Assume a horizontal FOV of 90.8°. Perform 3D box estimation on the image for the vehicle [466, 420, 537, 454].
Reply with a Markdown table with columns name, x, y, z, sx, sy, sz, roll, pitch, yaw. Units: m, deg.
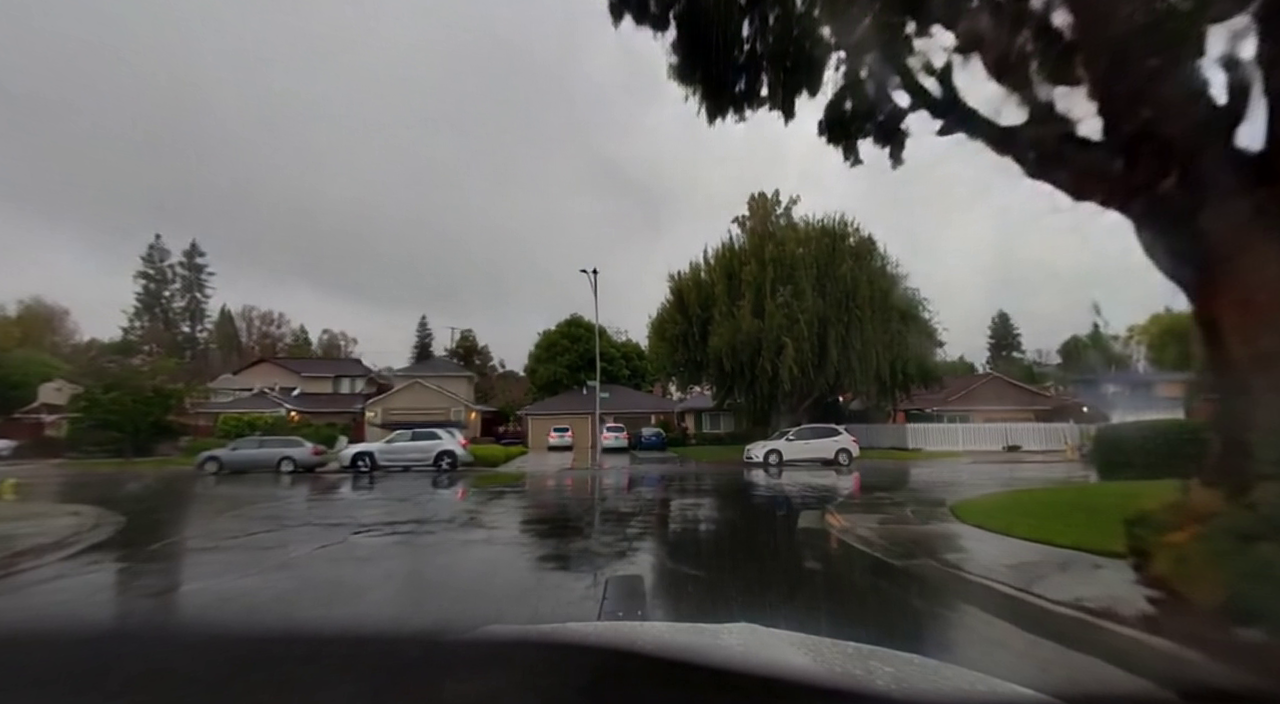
| name | x | y | z | sx | sy | sz | roll | pitch | yaw |
| --- | --- | --- | --- | --- | --- | --- | --- | --- | --- |
| vehicle | -9.027 | 5.509 | 40.799 | 2.307 | 2.043 | 5.475 | 7 | -11 | -36 |

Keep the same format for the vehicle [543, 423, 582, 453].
| name | x | y | z | sx | sy | sz | roll | pitch | yaw |
| --- | --- | --- | --- | --- | --- | --- | --- | --- | --- |
| vehicle | -5.306 | 5.811 | 42.585 | 2.391 | 1.894 | 5.075 | 2 | -9 | -9 |

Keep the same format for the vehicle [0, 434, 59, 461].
| name | x | y | z | sx | sy | sz | roll | pitch | yaw |
| --- | --- | --- | --- | --- | --- | --- | --- | --- | --- |
| vehicle | -37.651 | 5.670 | 37.602 | 1.865 | 1.499 | 4.619 | 1 | -8 | -3 |

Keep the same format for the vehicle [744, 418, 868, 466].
| name | x | y | z | sx | sy | sz | roll | pitch | yaw |
| --- | --- | --- | --- | --- | --- | --- | --- | --- | --- |
| vehicle | 7.296 | 4.036 | 28.189 | 4.919 | 1.969 | 2.104 | 2 | -9 | -3 |

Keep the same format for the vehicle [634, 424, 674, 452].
| name | x | y | z | sx | sy | sz | roll | pitch | yaw |
| --- | --- | --- | --- | --- | --- | --- | --- | --- | --- |
| vehicle | 0.883 | 5.741 | 42.034 | 2.005 | 1.699 | 4.234 | 1 | -9 | -8 |

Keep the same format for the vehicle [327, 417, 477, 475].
| name | x | y | z | sx | sy | sz | roll | pitch | yaw |
| --- | --- | --- | --- | --- | --- | --- | --- | --- | --- |
| vehicle | -9.867 | 3.924 | 26.645 | 5.419 | 2.292 | 2.272 | 1 | -7 | -6 |

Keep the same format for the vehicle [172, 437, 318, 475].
| name | x | y | z | sx | sy | sz | roll | pitch | yaw |
| --- | --- | --- | --- | --- | --- | --- | --- | --- | --- |
| vehicle | -16.002 | 4.243 | 25.835 | 4.650 | 1.480 | 1.782 | 1 | -9 | -6 |

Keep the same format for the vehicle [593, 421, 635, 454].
| name | x | y | z | sx | sy | sz | roll | pitch | yaw |
| --- | --- | --- | --- | --- | --- | --- | --- | --- | --- |
| vehicle | -1.747 | 5.493 | 40.575 | 2.278 | 1.969 | 5.533 | 1 | -8 | -7 |
